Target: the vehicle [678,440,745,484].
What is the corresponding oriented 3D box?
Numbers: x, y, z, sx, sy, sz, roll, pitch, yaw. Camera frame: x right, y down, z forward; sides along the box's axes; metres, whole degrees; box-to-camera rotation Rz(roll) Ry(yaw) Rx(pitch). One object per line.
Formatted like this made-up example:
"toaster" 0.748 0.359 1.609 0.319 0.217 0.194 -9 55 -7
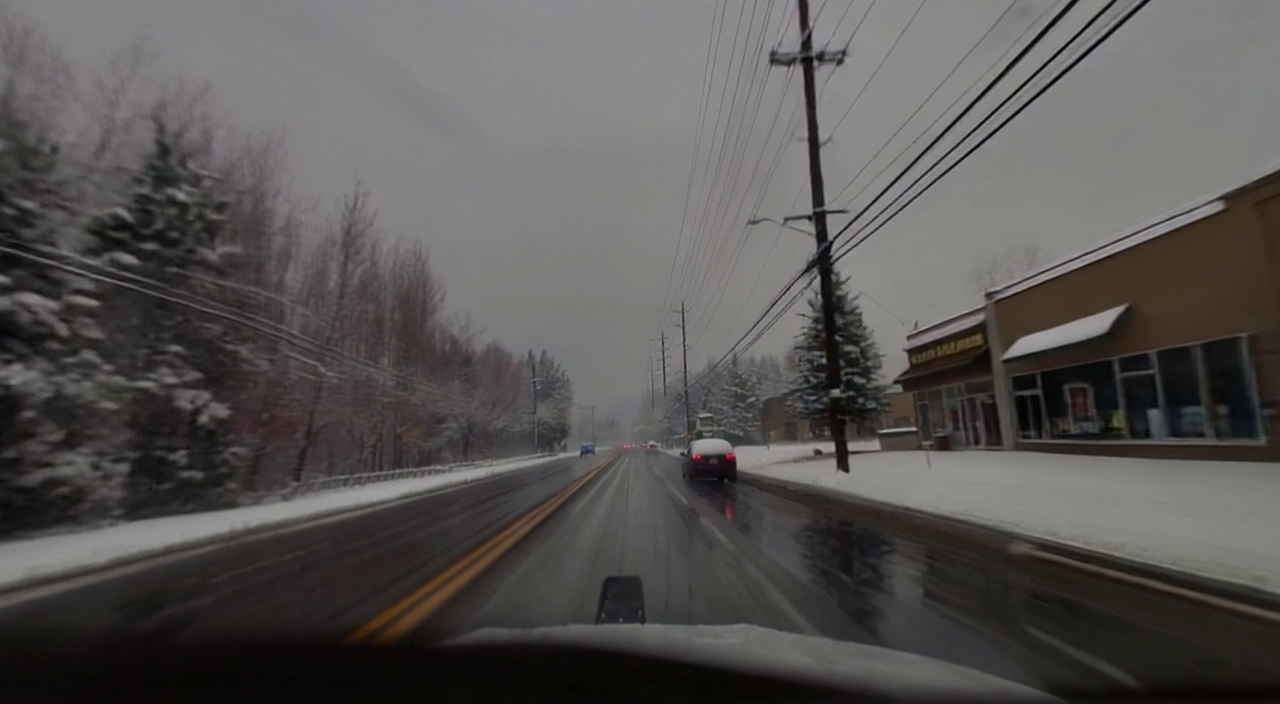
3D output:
"vehicle" 2.555 4.066 23.532 1.975 1.497 3.647 0 -9 -1
